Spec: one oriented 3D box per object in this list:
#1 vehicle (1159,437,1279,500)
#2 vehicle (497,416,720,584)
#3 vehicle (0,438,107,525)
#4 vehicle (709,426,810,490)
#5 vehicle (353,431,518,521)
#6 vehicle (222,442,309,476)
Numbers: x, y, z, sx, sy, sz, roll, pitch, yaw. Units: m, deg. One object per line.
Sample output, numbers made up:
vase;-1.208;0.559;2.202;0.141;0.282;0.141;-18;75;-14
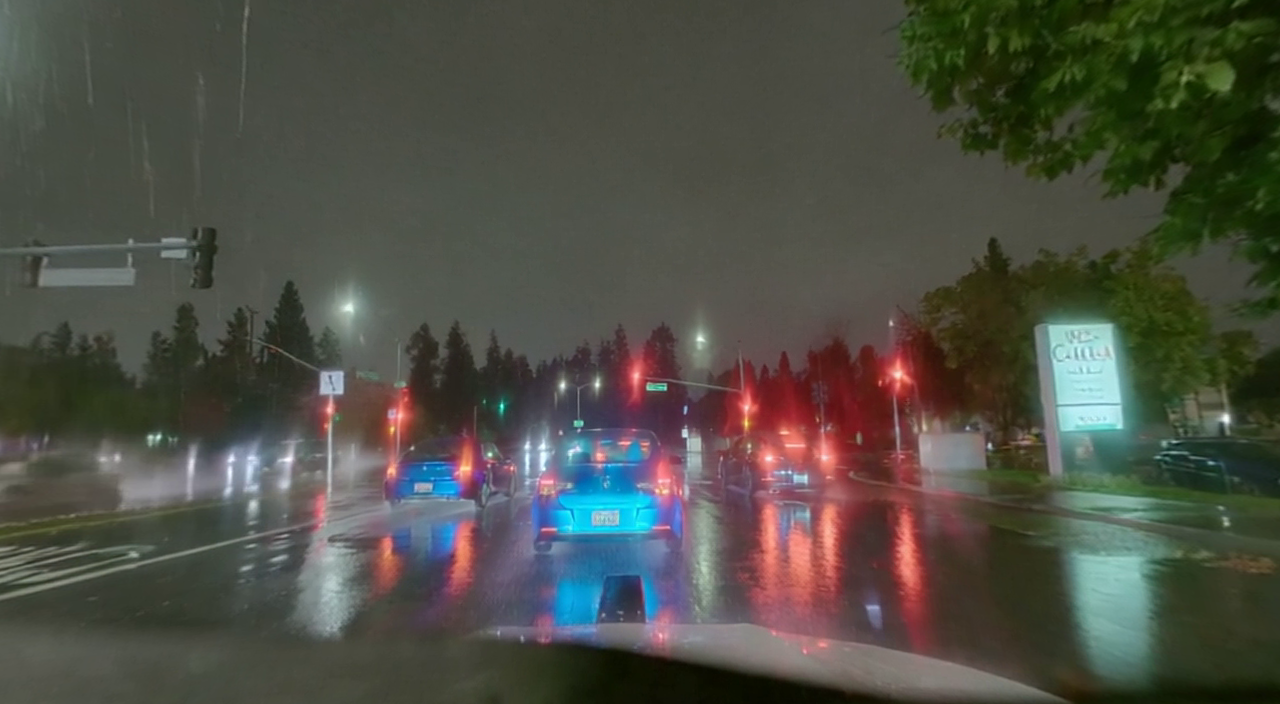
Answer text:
vehicle;14.941;2.825;15.216;3.339;1.355;1.592;1;-9;11
vehicle;-0.380;1.673;7.987;2.045;1.533;4.183;0;-8;-3
vehicle;-12.705;2.400;11.725;1.954;1.583;4.175;0;-8;0
vehicle;3.418;3.131;18.919;2.028;1.678;4.220;0;-8;-2
vehicle;-3.706;2.312;12.272;1.998;1.452;3.773;0;-8;-1
vehicle;-20.274;5.781;34.489;1.982;1.712;4.511;0;-8;0
